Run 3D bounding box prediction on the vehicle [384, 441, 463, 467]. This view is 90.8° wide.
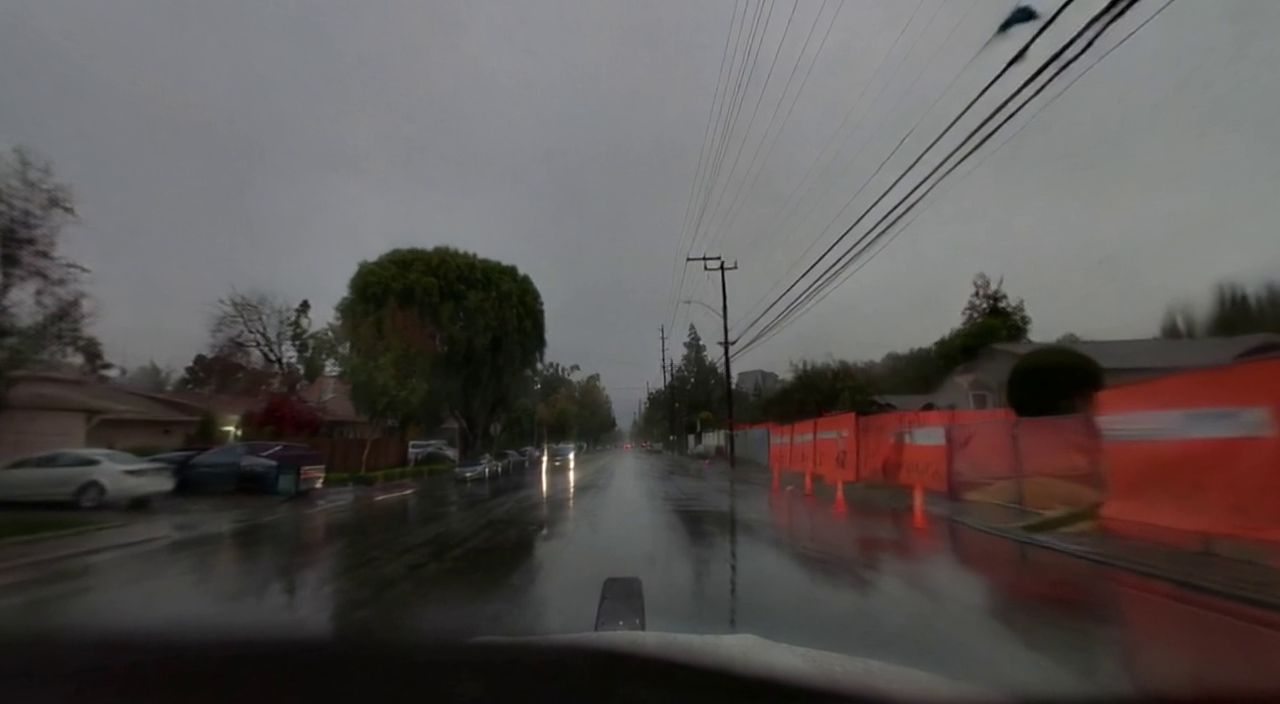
[{"bbox_3d":[-15.415,7.293,45.171,4.833,1.831,2.066,0,-9,-1],"label":"vehicle"}]

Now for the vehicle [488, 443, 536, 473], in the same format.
[{"bbox_3d":[-8.174,6.809,40.790,2.055,1.806,4.540,-1,-9,2],"label":"vehicle"}]

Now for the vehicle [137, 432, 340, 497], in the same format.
[{"bbox_3d":[-12.337,3.489,19.742,4.780,1.867,2.108,1,-9,-3],"label":"vehicle"}]

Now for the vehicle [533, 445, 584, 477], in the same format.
[{"bbox_3d":[-4.319,5.817,34.076,2.068,1.543,4.523,-2,-9,1],"label":"vehicle"}]

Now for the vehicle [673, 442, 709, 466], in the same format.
[{"bbox_3d":[3.357,6.807,42.191,1.902,1.542,4.099,0,-9,-2],"label":"vehicle"}]

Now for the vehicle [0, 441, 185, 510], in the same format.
[{"bbox_3d":[-13.817,2.929,15.271,4.268,1.496,1.844,5,-10,-29],"label":"vehicle"}]

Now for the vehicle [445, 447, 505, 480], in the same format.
[{"bbox_3d":[-8.299,5.649,32.216,2.041,1.480,4.474,-2,-9,-2],"label":"vehicle"}]
